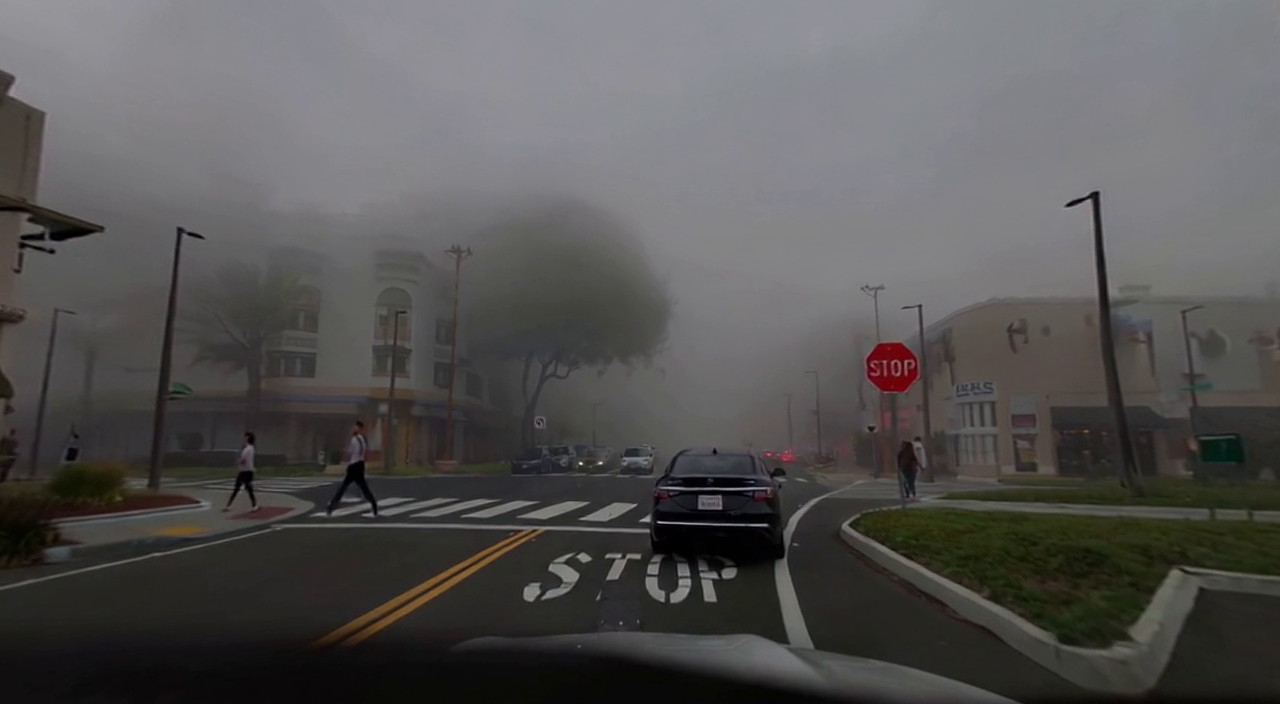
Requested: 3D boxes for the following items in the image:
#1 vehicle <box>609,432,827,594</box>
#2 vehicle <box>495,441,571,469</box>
[{"bbox_3d":[0.899,1.813,7.984,2.031,1.479,3.969,-1,-9,5],"label":"vehicle"},{"bbox_3d":[-7.006,6.747,41.465,4.529,1.682,1.895,6,-11,-37],"label":"vehicle"}]
